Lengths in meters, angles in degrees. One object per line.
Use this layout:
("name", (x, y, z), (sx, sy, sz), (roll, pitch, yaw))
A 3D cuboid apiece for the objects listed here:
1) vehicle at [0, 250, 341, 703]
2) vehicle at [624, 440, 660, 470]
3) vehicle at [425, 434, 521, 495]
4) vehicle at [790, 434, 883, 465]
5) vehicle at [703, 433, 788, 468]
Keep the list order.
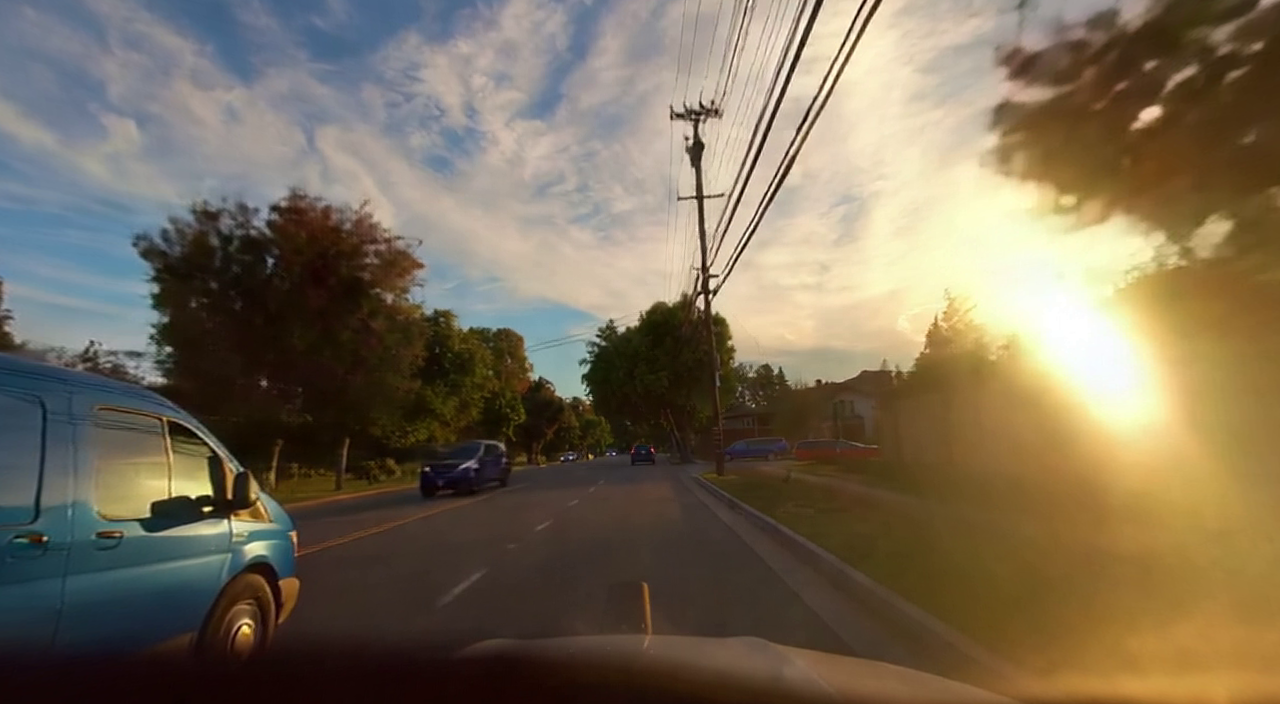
("vehicle", (-3.625, 0.648, 2.074), (2.336, 2.152, 5.866), (0, -9, 1))
("vehicle", (0.133, 6.404, 39.350), (2.120, 1.718, 3.909), (0, -9, 1))
("vehicle", (-6.605, 4.511, 25.693), (2.333, 2.165, 5.436), (-1, -9, 1))
("vehicle", (10.324, 5.152, 33.349), (4.295, 1.505, 1.918), (-1, -8, 1))
("vehicle", (6.778, 6.280, 40.318), (5.012, 1.711, 2.457), (-7, -8, 15))
